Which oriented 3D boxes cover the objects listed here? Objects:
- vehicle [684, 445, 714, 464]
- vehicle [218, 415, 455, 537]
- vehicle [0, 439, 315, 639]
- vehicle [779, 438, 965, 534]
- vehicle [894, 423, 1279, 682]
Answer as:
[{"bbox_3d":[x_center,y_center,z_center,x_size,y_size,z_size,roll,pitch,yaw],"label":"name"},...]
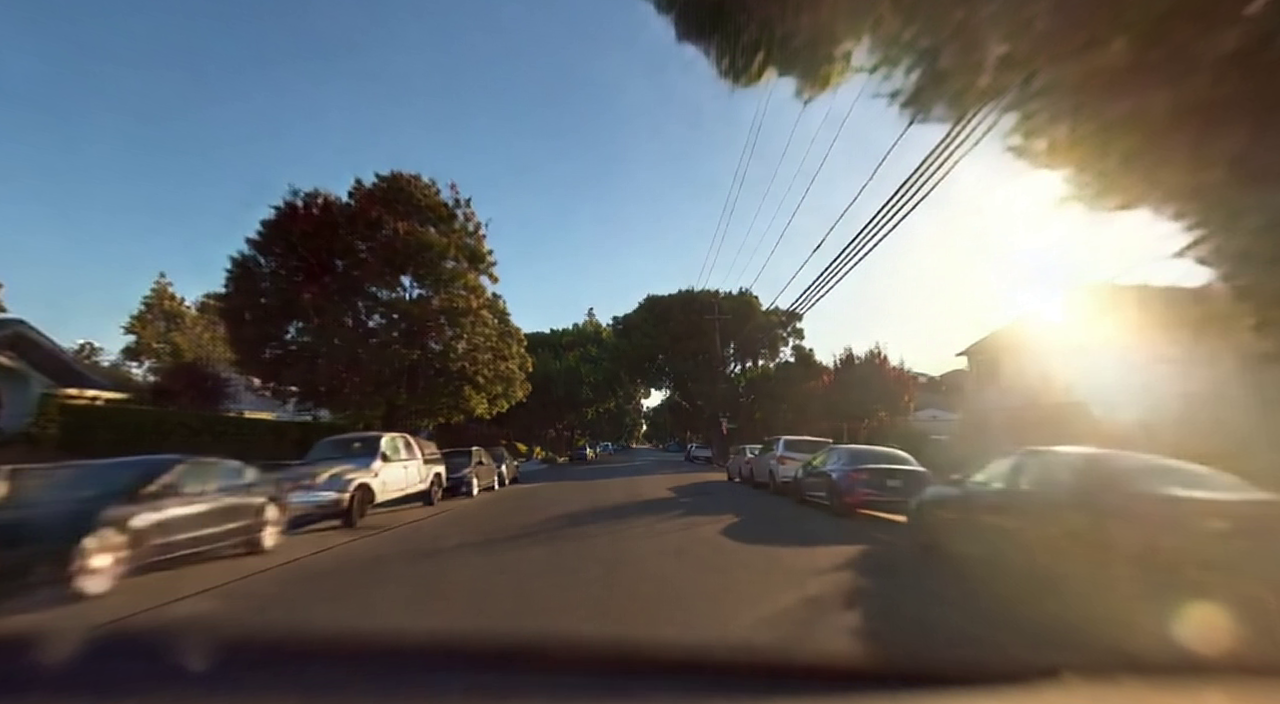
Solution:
[{"bbox_3d":[4.557,7.966,49.207,1.851,1.438,4.177,0,-8,0],"label":"vehicle"},{"bbox_3d":[-5.666,2.344,12.762,2.052,1.916,5.084,0,-8,3],"label":"vehicle"},{"bbox_3d":[-5.704,1.732,6.997,1.790,1.496,4.234,1,-8,2],"label":"vehicle"},{"bbox_3d":[4.148,2.436,12.174,1.830,1.491,4.453,0,-8,-1],"label":"vehicle"},{"bbox_3d":[4.175,1.517,5.978,1.840,1.521,4.337,0,-8,2],"label":"vehicle"}]
